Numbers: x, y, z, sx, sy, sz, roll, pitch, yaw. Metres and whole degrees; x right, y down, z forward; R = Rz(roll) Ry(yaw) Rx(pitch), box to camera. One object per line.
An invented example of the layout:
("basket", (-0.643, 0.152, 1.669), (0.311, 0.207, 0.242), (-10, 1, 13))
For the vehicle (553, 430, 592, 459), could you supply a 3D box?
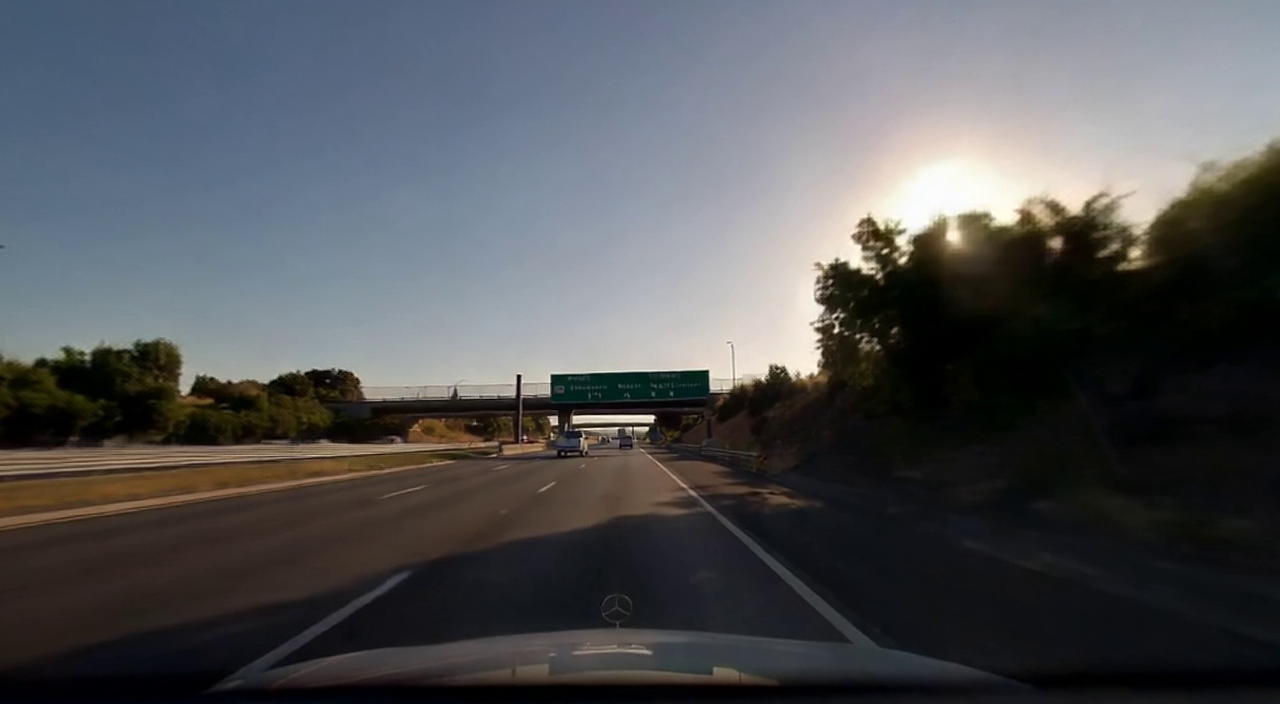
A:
("vehicle", (-4.840, 6.681, 45.724), (2.281, 1.957, 5.713), (0, -8, -1))
